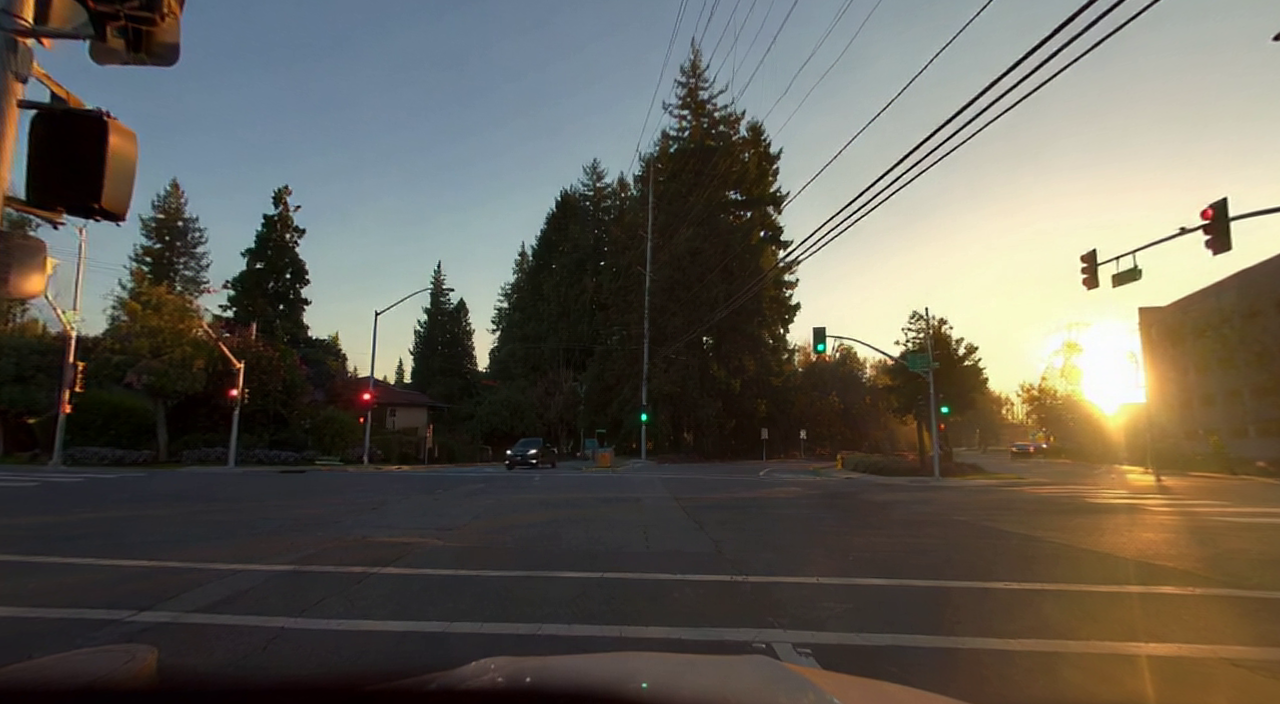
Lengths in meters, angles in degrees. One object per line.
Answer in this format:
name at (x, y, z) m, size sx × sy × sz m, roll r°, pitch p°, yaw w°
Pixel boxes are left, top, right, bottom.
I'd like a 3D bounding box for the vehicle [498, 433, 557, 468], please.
vehicle at (-6.091, 5.440, 34.972) m, size 2.234 × 1.796 × 5.416 m, roll 0°, pitch -8°, yaw 1°
